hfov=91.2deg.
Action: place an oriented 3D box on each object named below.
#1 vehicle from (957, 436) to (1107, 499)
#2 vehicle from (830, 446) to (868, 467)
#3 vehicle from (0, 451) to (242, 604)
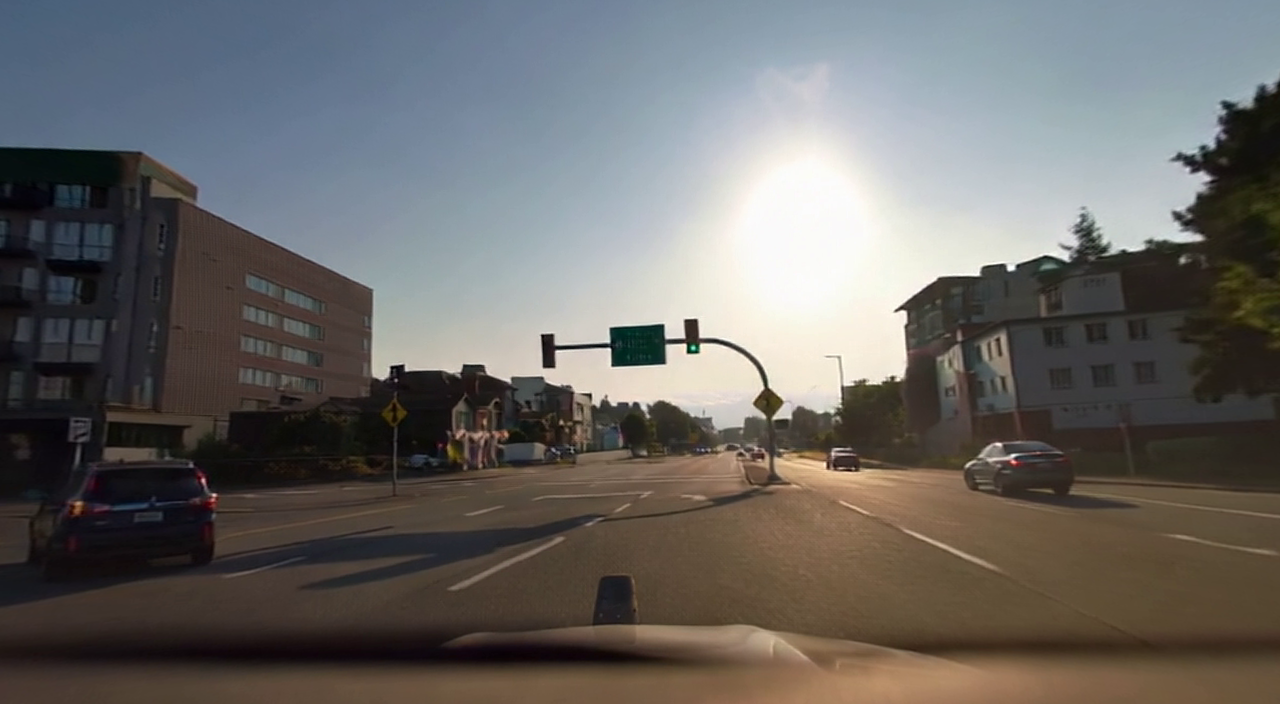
[{"bbox_3d":[11.217,3.324,18.369,2.007,1.586,4.210,-2,-9,7],"label":"vehicle"},{"bbox_3d":[16.040,8.041,48.316,1.931,1.475,4.092,-2,-9,7],"label":"vehicle"},{"bbox_3d":[-6.832,2.156,8.589,2.014,1.525,3.670,6,-11,-35],"label":"vehicle"}]
